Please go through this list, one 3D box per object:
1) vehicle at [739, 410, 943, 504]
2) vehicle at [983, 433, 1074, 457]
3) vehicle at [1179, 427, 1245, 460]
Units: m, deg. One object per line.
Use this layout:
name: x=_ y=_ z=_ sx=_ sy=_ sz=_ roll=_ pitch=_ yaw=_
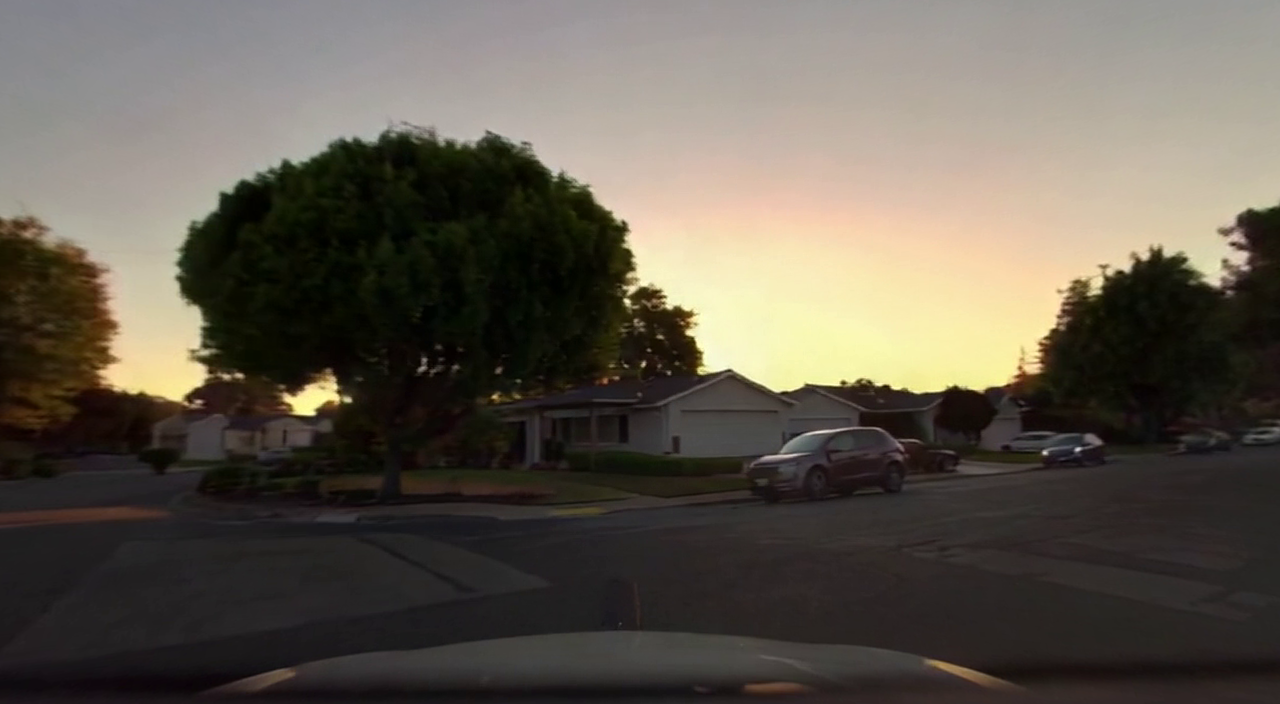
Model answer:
vehicle: x=5.594 y=2.811 z=17.049 sx=6.088 sy=2.084 sz=2.337 roll=8 pitch=-12 yaw=-41
vehicle: x=27.622 y=6.656 z=44.899 sx=2.079 sy=1.558 sz=4.977 roll=7 pitch=-11 yaw=-39
vehicle: x=42.182 y=6.706 z=46.329 sx=5.323 sy=2.054 sz=2.482 roll=3 pitch=-10 yaw=-38
